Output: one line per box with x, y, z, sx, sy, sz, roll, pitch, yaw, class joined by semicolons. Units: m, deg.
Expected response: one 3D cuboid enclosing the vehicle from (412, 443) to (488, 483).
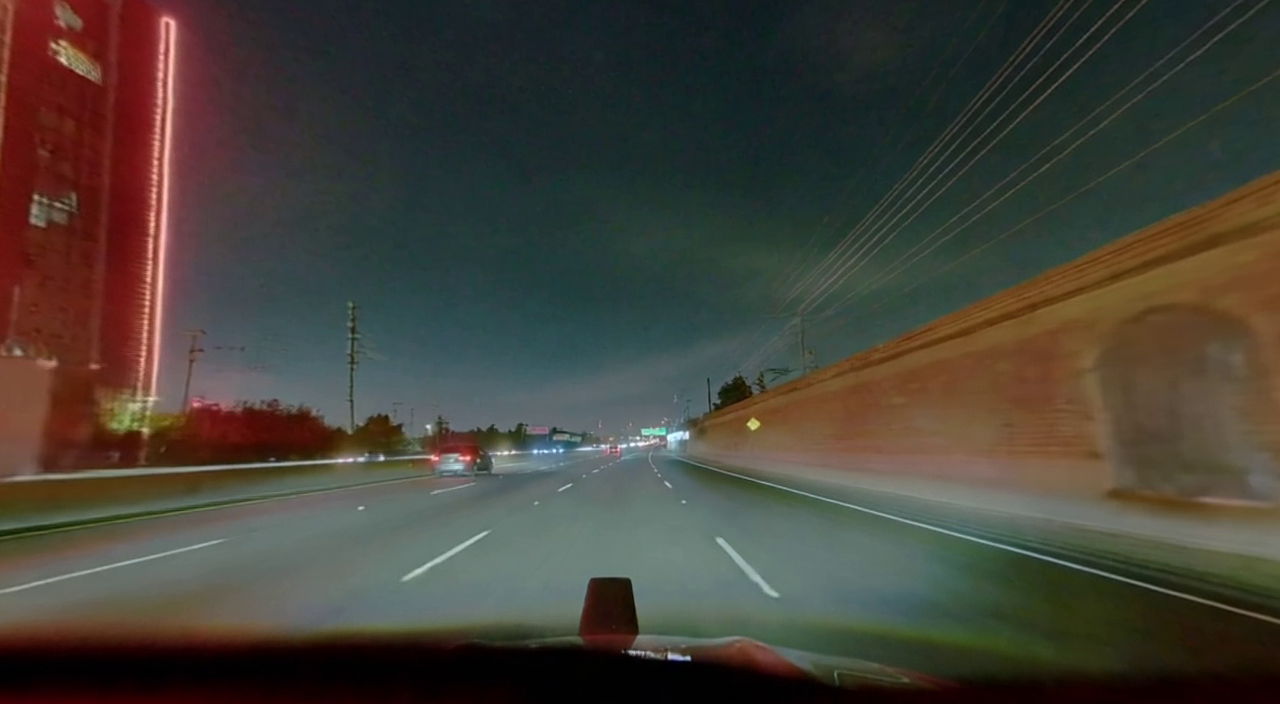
-8.055;4.702;27.136;2.013;1.574;3.923;0;-8;0;vehicle
